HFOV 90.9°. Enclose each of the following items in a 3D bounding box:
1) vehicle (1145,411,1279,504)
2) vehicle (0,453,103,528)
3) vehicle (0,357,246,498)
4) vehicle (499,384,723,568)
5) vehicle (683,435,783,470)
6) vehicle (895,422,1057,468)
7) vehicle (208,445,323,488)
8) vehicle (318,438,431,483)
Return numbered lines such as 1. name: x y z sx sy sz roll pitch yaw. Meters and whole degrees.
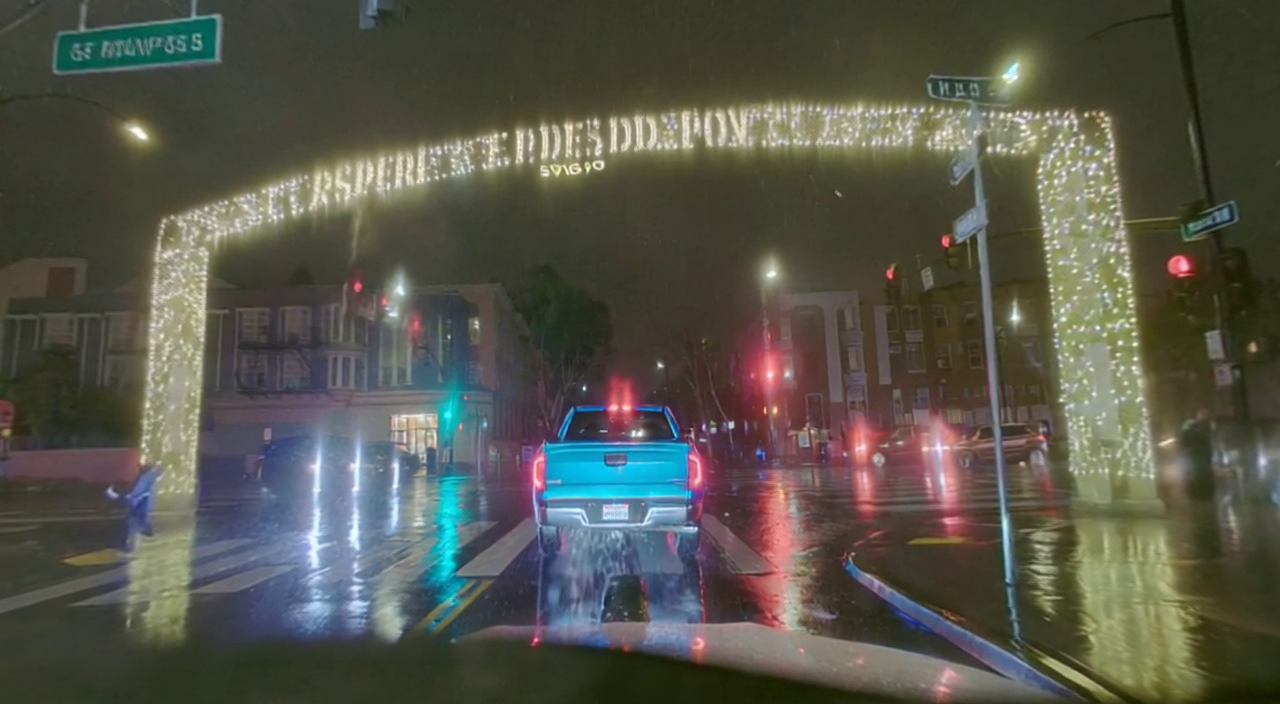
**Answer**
1. vehicle: 13.065 2.024 12.456 4.082 1.613 2.211 -3 -12 -1
2. vehicle: -16.034 3.293 15.244 4.039 1.654 2.092 0 -8 -3
3. vehicle: -22.188 2.719 22.529 13.729 4.662 3.300 0 -9 0
4. vehicle: -0.469 1.781 9.858 2.477 2.020 5.534 0 -8 -3
5. vehicle: 4.311 4.739 29.808 4.515 1.583 1.920 -1 -8 3
6. vehicle: 11.650 3.257 22.088 4.600 1.506 1.878 0 -9 -2
7. vehicle: -18.614 5.681 31.478 4.398 2.057 1.959 0 -8 -2
8. vehicle: -13.134 5.370 31.376 4.799 1.909 2.011 -3 -7 3
